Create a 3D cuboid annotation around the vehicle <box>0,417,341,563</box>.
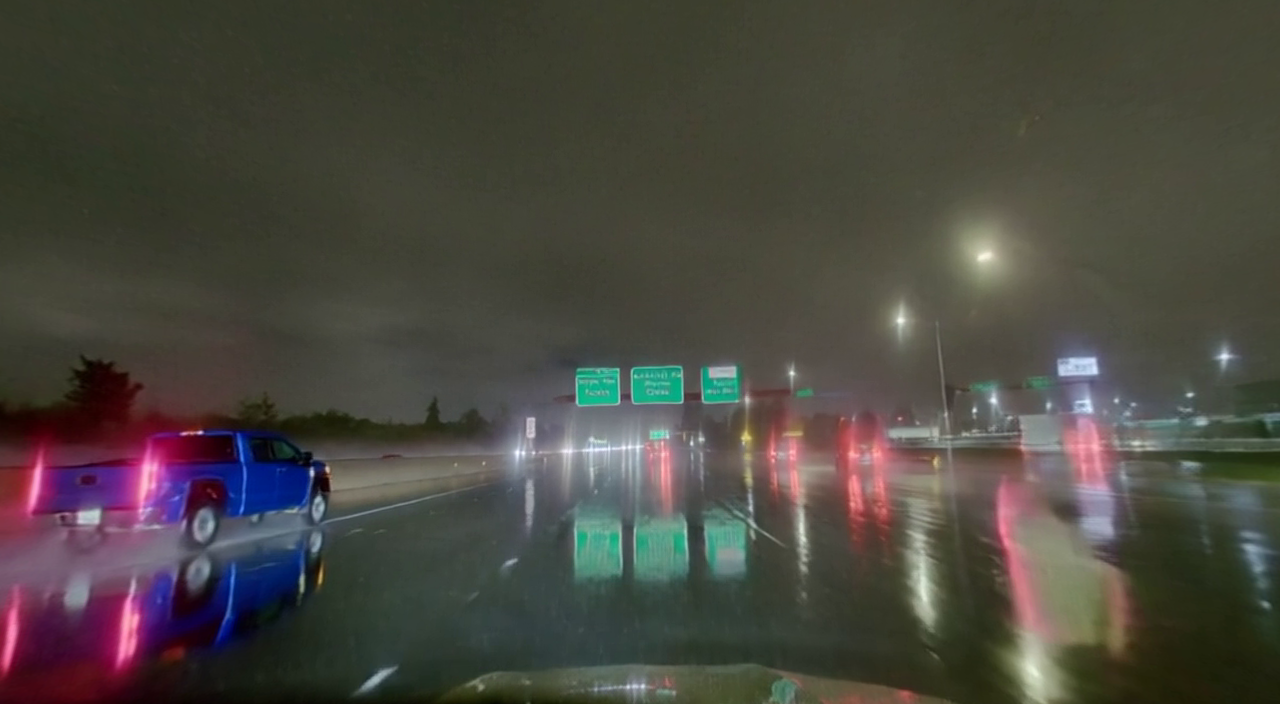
[{"bbox_3d":[-6.995,2.012,9.954,2.168,1.729,4.724,0,-9,0],"label":"vehicle"}]
